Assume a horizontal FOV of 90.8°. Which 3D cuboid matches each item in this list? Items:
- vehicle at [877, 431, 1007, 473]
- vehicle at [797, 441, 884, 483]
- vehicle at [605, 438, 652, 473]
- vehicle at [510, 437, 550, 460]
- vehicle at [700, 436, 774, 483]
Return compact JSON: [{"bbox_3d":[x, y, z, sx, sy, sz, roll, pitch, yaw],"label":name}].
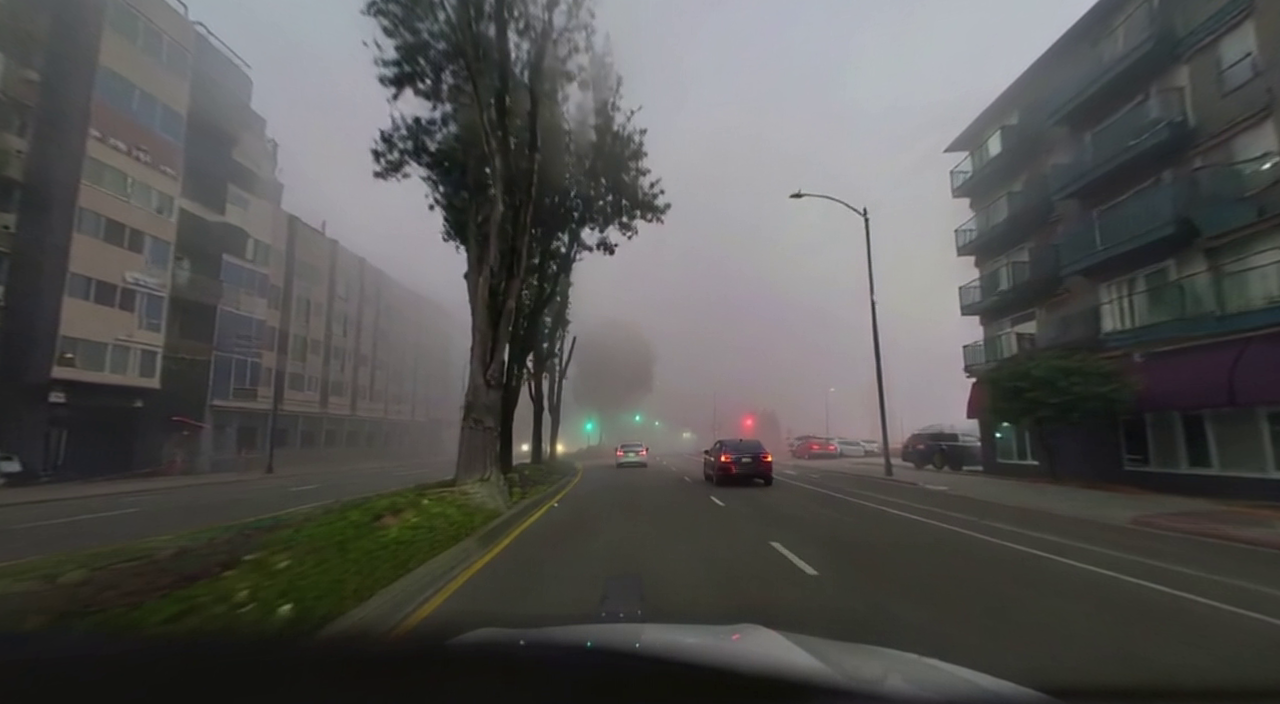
[{"bbox_3d":[13.045,4.337,27.547,4.622,1.761,1.986,0,-8,0],"label":"vehicle"},{"bbox_3d":[7.568,4.154,24.362,1.883,1.452,4.598,0,-8,0],"label":"vehicle"},{"bbox_3d":[-0.492,4.641,28.629,2.006,1.487,3.535,0,-8,0],"label":"vehicle"},{"bbox_3d":[-8.140,7.172,47.155,2.072,1.623,4.564,0,-8,1],"label":"vehicle"},{"bbox_3d":[3.312,3.735,22.282,1.910,1.474,4.003,0,-8,-1],"label":"vehicle"}]
